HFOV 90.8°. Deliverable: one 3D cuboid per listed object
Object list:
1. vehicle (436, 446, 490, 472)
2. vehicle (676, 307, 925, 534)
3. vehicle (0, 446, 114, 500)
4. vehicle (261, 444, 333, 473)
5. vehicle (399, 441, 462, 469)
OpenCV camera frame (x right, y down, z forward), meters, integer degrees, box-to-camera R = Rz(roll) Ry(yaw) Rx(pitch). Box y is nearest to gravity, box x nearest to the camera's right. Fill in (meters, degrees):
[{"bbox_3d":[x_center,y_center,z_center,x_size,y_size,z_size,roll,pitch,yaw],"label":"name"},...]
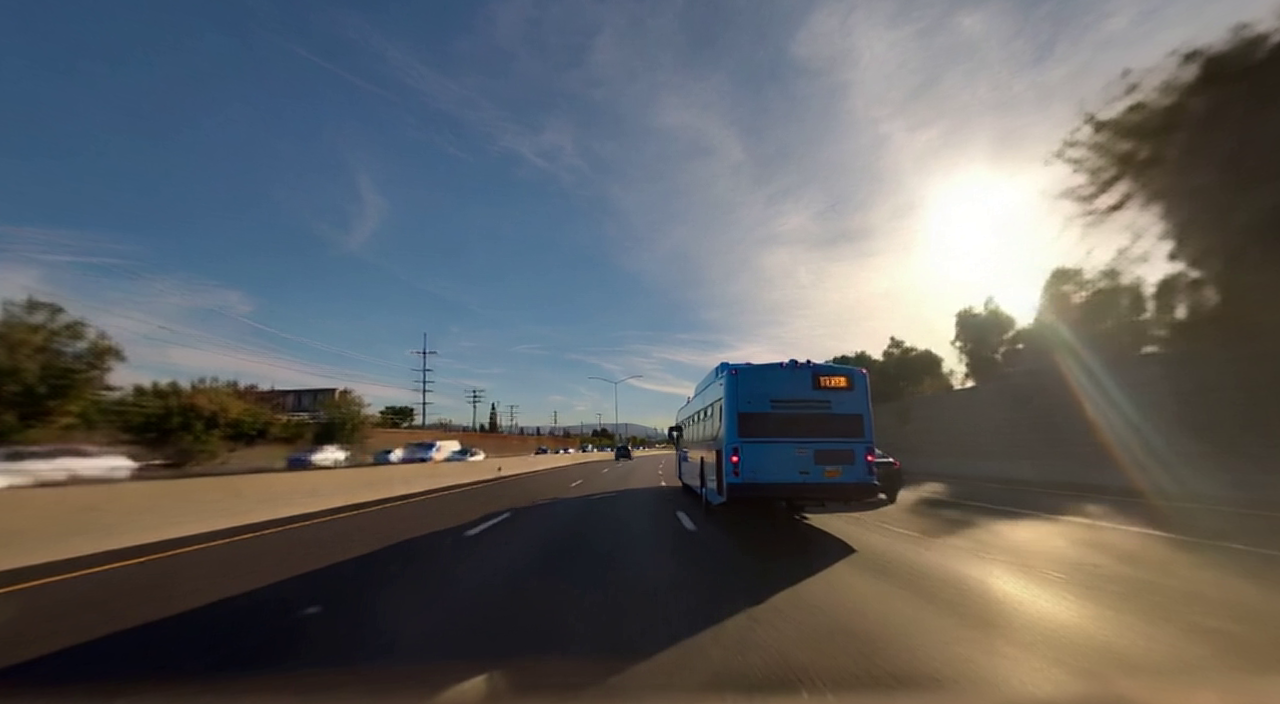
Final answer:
[{"bbox_3d":[-10.882,6.608,39.216,1.921,1.497,4.443,0,-9,2],"label":"vehicle"},{"bbox_3d":[2.902,2.118,17.236,3.144,3.580,14.591,0,-9,1],"label":"vehicle"},{"bbox_3d":[-18.853,3.612,19.175,1.900,1.479,4.436,0,-9,1],"label":"vehicle"},{"bbox_3d":[-21.620,6.689,40.048,1.942,1.712,4.495,0,-9,1],"label":"vehicle"},{"bbox_3d":[-14.852,7.330,45.245,2.263,1.881,5.692,0,-9,3],"label":"vehicle"}]
